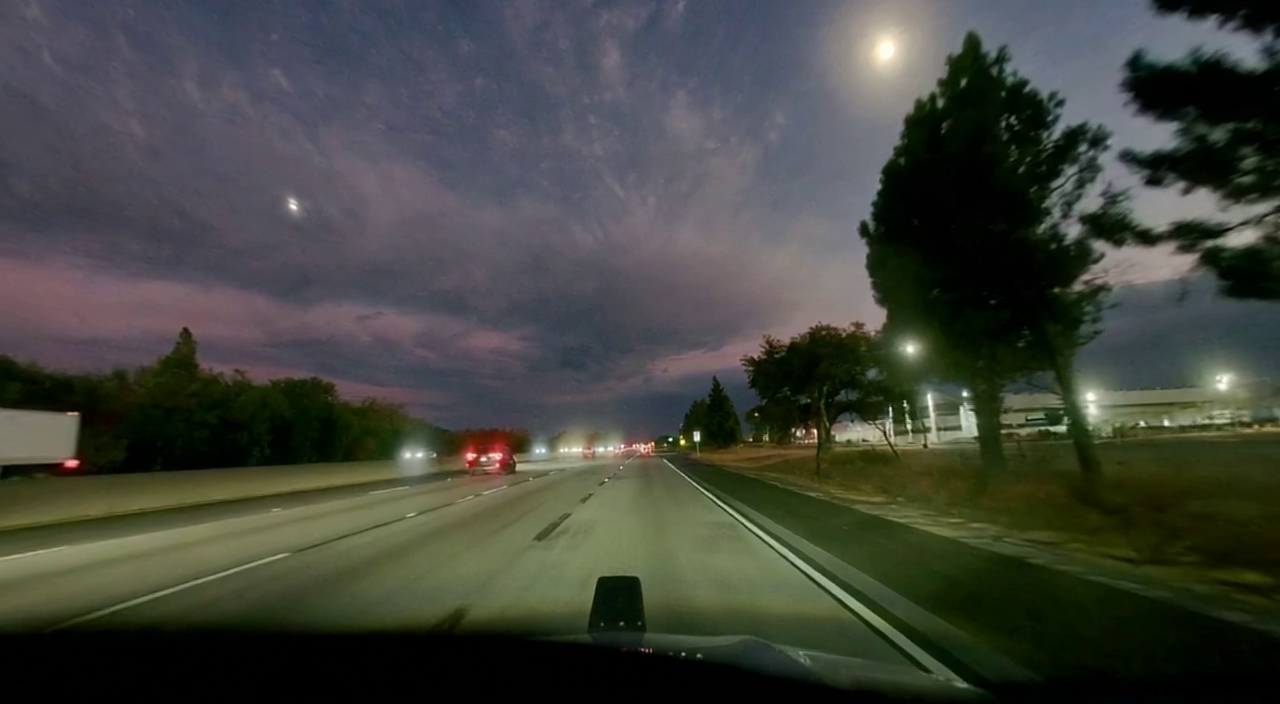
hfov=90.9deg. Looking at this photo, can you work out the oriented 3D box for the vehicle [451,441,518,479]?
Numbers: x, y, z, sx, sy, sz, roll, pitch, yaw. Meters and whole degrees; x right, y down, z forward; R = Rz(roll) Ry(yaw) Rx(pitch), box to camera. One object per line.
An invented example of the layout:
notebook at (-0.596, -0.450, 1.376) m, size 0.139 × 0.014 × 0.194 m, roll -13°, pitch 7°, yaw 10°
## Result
vehicle at (-7.361, 5.128, 30.287) m, size 2.021 × 1.699 × 4.324 m, roll 0°, pitch -8°, yaw 1°
